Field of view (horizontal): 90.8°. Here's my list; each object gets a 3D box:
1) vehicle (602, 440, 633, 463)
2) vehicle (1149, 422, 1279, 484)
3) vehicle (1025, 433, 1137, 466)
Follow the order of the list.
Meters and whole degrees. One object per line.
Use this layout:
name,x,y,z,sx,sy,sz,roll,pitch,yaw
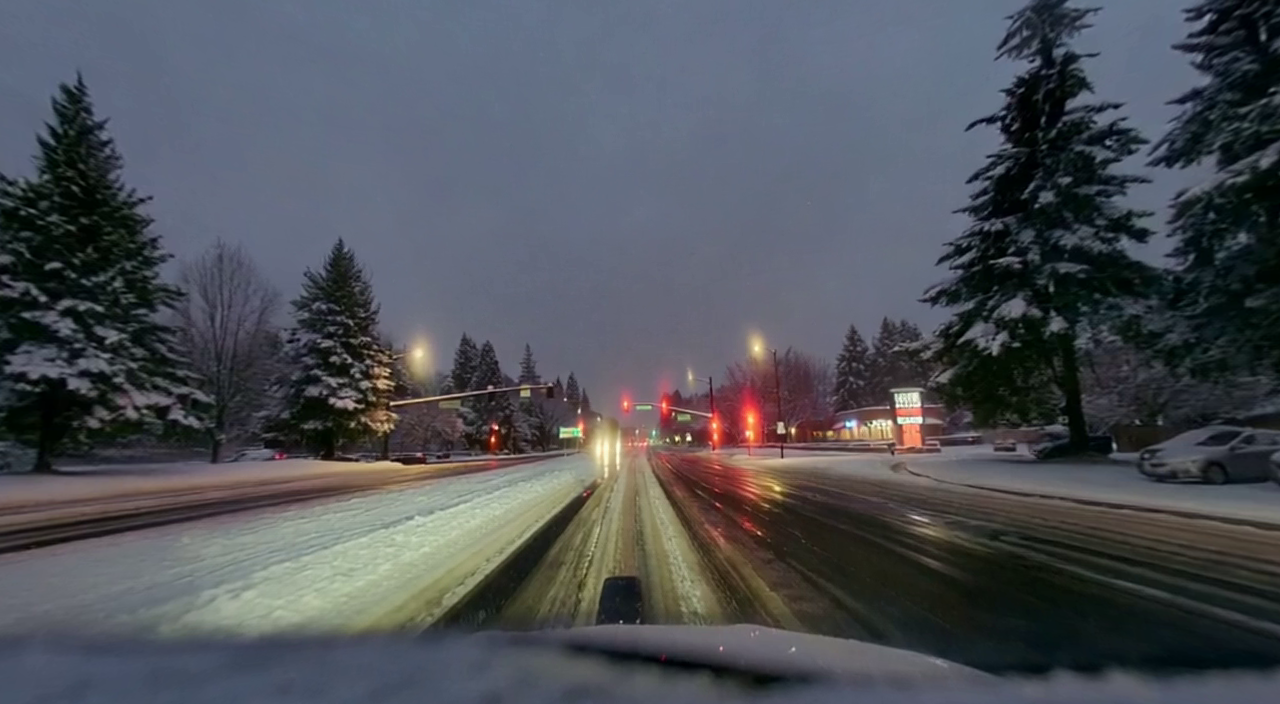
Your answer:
vehicle,-1.734,7.471,47.513,1.990,1.639,3.885,1,-9,-6
vehicle,20.184,3.304,20.836,5.001,1.916,2.106,0,-9,-4
vehicle,25.514,5.639,36.643,4.918,1.814,2.014,0,-9,0
